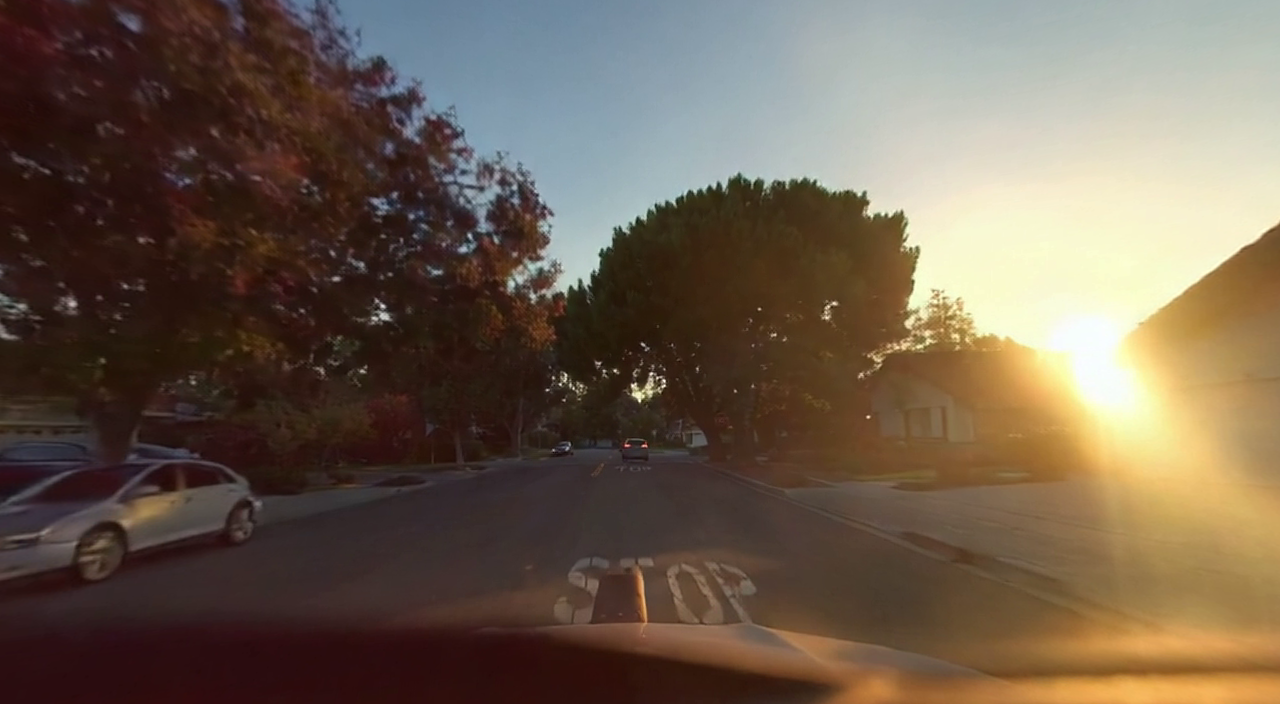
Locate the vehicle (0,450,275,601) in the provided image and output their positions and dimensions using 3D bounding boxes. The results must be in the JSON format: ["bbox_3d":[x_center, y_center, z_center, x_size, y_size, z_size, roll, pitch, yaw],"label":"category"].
[{"bbox_3d":[-6.956,2.085,8.440,1.789,1.481,3.957,0,-9,-1],"label":"vehicle"}]

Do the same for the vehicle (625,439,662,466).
[{"bbox_3d":[0.201,5.841,36.637,2.043,1.484,4.340,0,-9,0],"label":"vehicle"}]
